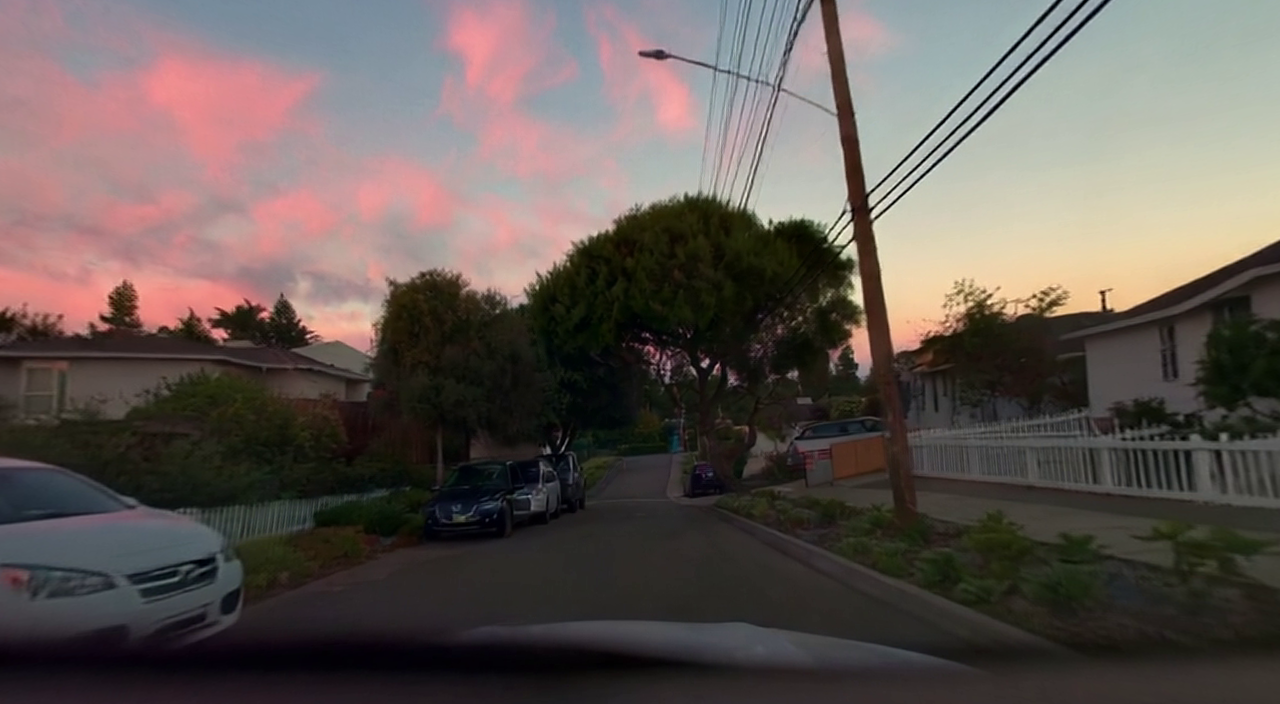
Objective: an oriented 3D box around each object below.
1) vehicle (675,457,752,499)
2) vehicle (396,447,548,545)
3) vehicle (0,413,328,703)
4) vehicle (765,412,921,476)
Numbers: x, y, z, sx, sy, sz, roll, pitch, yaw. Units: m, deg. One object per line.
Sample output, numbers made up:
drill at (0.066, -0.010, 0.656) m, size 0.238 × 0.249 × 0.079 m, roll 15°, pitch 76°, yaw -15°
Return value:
vehicle at (3.142, 5.357, 27.189) m, size 3.005 × 1.535 × 4.025 m, roll -1°, pitch -8°, yaw 6°
vehicle at (-3.144, 2.752, 12.948) m, size 2.081 × 1.589 × 4.691 m, roll 0°, pitch -8°, yaw -4°
vehicle at (-4.998, 1.330, 4.137) m, size 4.537 × 1.595 × 2.471 m, roll 1°, pitch -14°, yaw -2°
vehicle at (6.360, 2.926, 20.128) m, size 4.249 × 1.905 × 1.904 m, roll 0°, pitch -8°, yaw -2°
